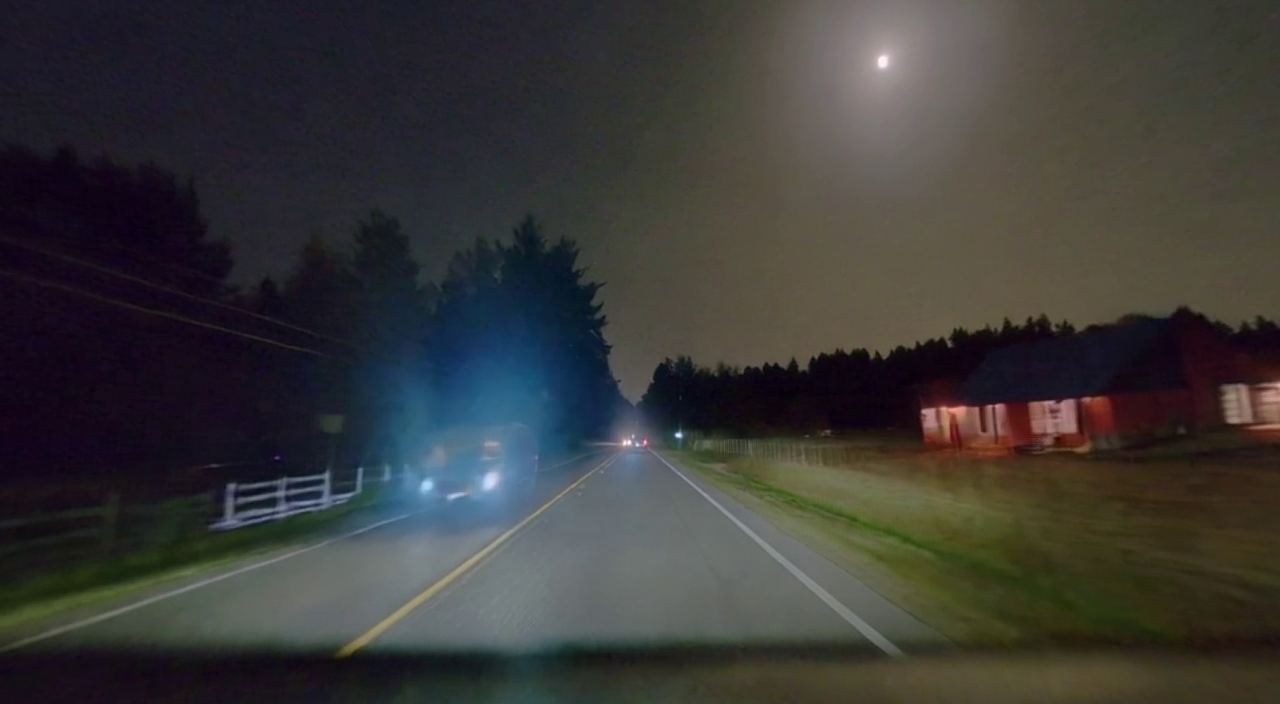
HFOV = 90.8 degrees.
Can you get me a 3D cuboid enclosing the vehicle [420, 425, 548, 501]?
[{"bbox_3d":[-3.859,2.858,16.599,2.217,1.704,4.418,0,-8,0],"label":"vehicle"}]
